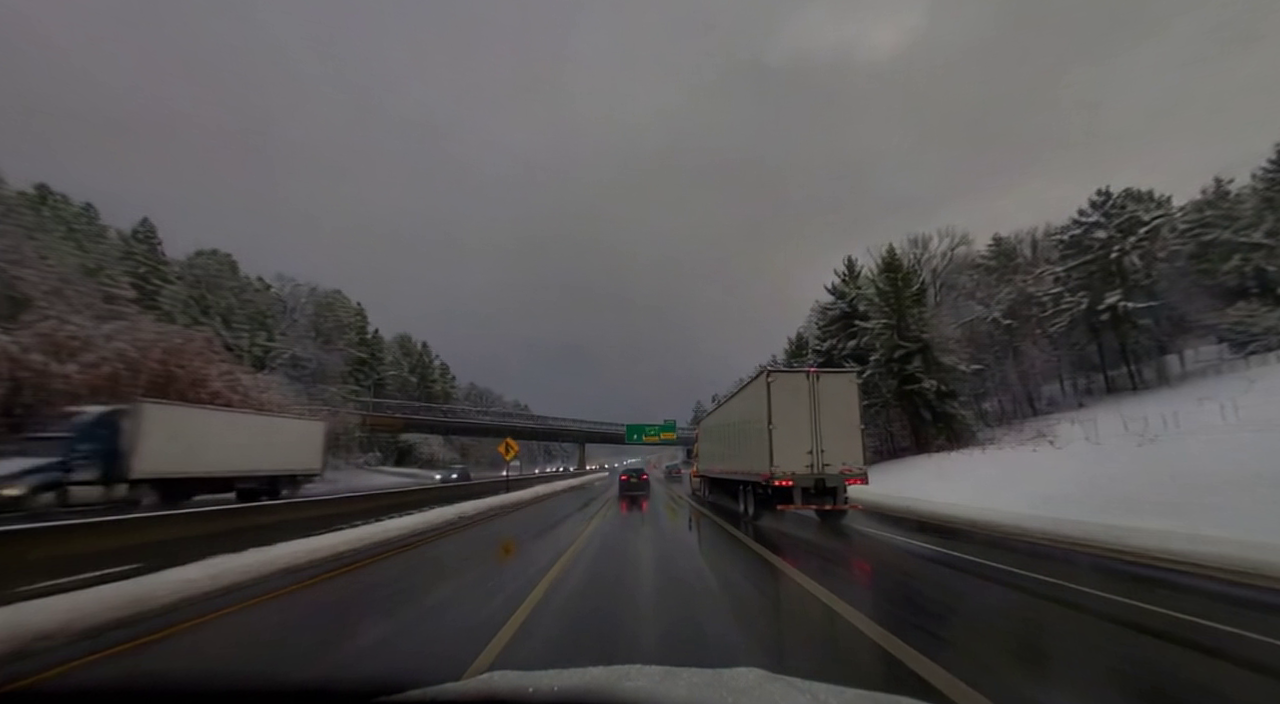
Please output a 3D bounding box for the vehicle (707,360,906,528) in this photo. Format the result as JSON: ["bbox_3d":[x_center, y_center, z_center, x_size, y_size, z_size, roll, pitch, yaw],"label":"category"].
[{"bbox_3d":[4.777,3.505,22.516,3.218,4.001,14.492,1,-10,0],"label":"vehicle"}]

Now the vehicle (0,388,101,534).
[{"bbox_3d":[-15.813,2.104,12.371,2.912,3.234,8.258,1,-10,0],"label":"vehicle"}]

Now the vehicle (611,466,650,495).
[{"bbox_3d":[-0.478,7.046,34.680,2.010,1.436,3.973,1,-10,1],"label":"vehicle"}]
